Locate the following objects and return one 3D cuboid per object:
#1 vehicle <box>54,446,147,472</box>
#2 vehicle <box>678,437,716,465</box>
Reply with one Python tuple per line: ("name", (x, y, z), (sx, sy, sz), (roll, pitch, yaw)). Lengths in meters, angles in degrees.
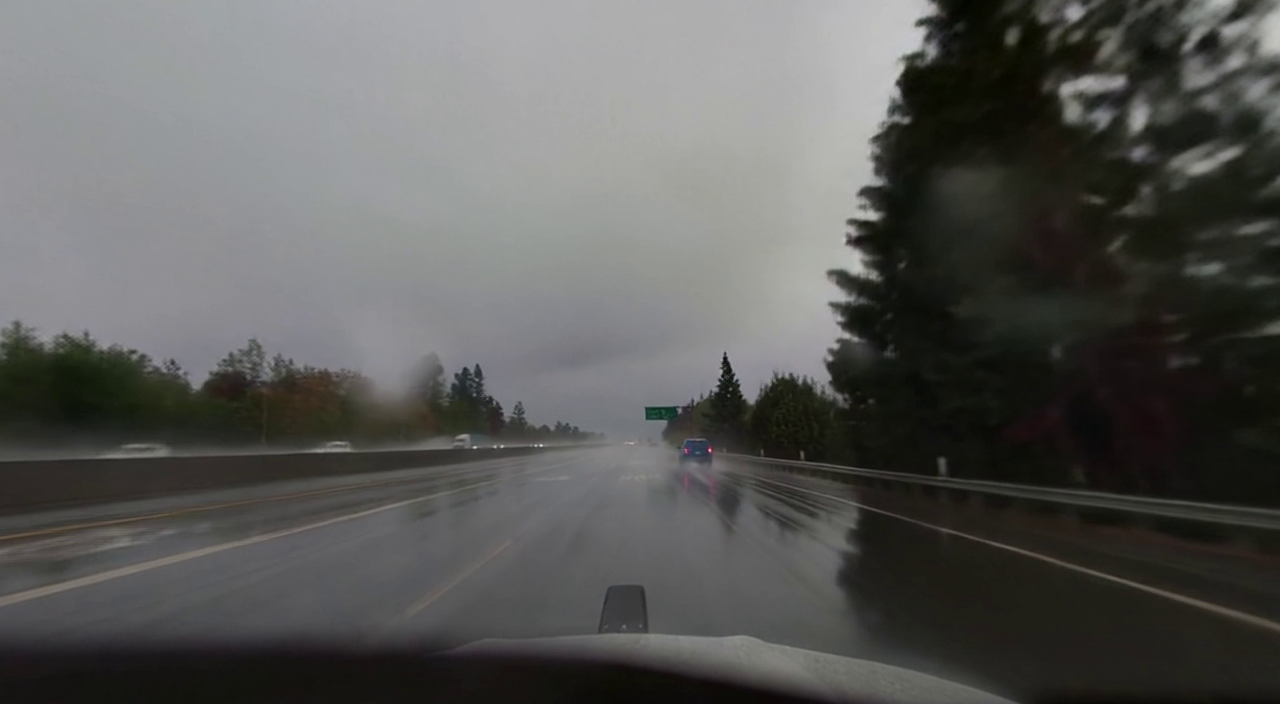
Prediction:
("vehicle", (-33.035, 6.528, 38.801), (1.864, 1.460, 4.330), (0, -8, 0))
("vehicle", (4.115, 7.202, 46.141), (2.172, 1.930, 4.879), (0, -8, -2))
